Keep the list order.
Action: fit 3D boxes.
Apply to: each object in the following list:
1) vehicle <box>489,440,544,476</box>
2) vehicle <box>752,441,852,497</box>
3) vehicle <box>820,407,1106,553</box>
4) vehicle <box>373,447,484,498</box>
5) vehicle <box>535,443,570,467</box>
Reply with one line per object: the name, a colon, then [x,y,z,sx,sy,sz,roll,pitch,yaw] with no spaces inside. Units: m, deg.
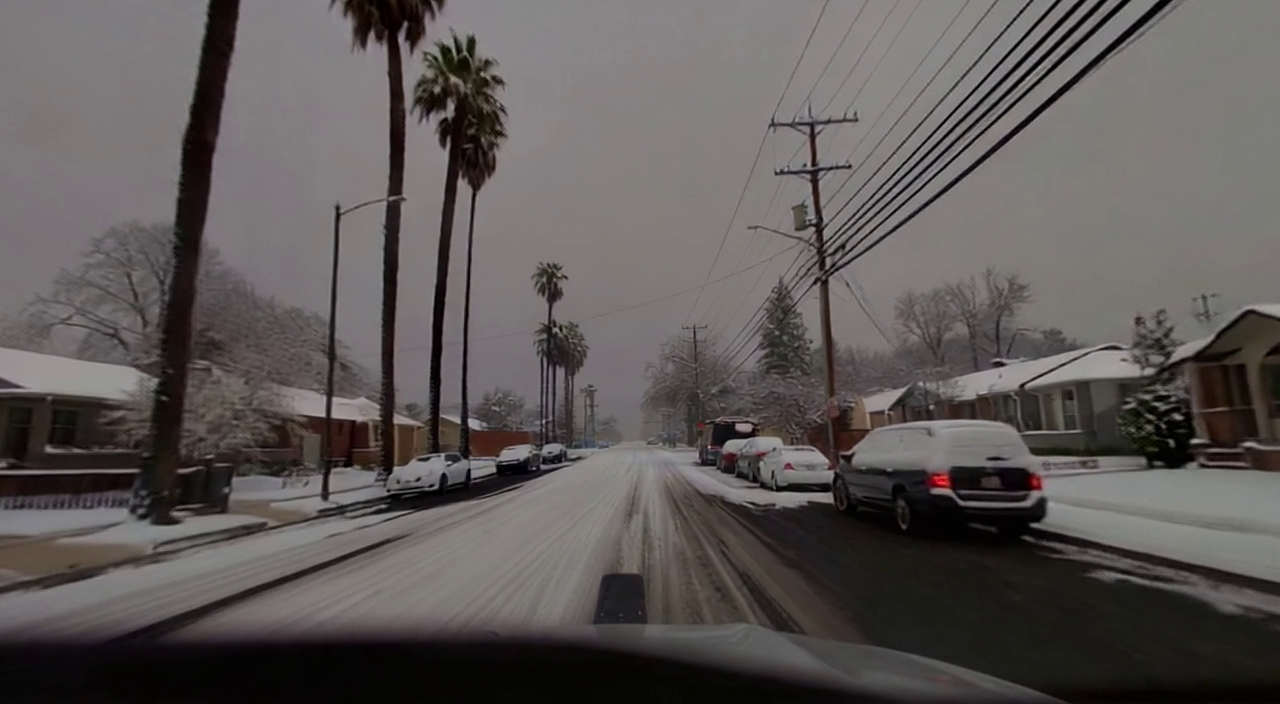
vehicle: [-7.026,6.036,36.332,2.077,1.888,4.551,-2,-8,2]
vehicle: [4.916,3.592,19.815,1.795,1.424,4.327,-3,-8,-2]
vehicle: [4.812,1.986,10.537,2.115,1.826,4.871,0,-8,-1]
vehicle: [-6.935,3.979,21.316,2.013,1.483,4.645,0,-8,2]
vehicle: [-6.575,7.791,48.013,2.085,1.770,4.429,0,-8,0]
